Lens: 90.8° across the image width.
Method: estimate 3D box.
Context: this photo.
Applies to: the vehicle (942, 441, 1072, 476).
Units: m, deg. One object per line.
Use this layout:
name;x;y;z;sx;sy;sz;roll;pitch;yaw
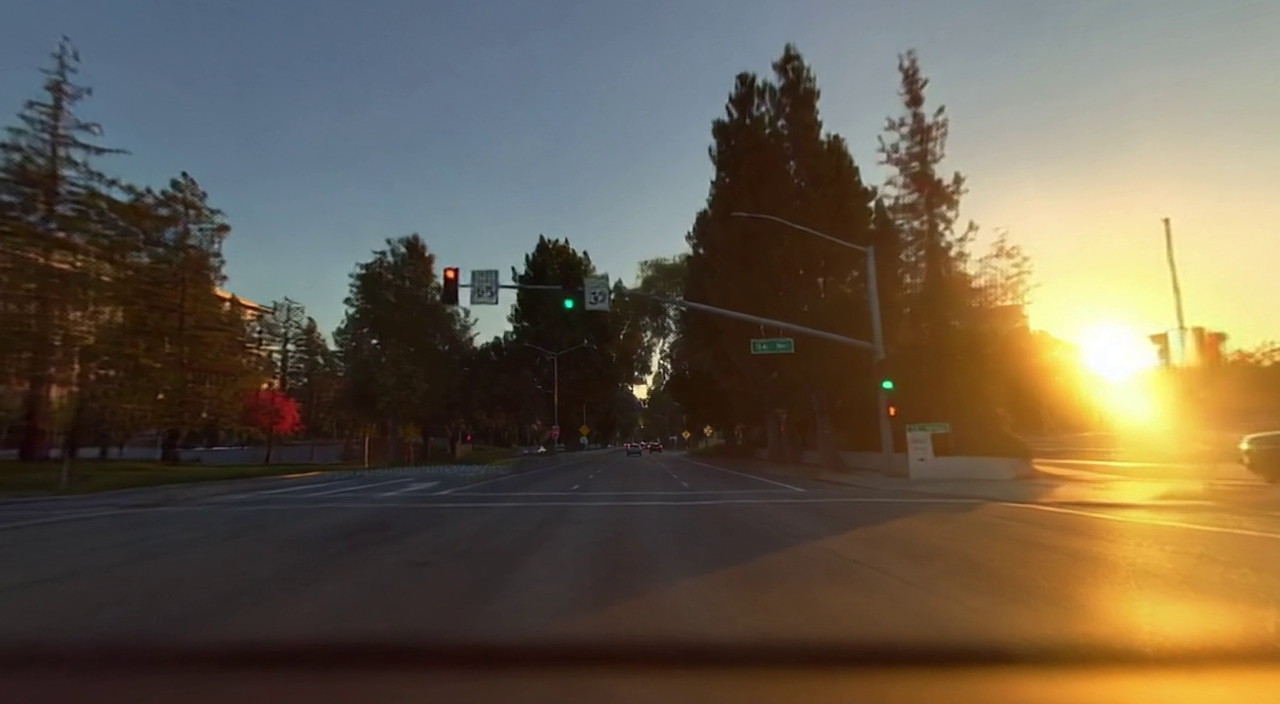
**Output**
vehicle;16.067;4.656;27.824;4.483;1.452;1.924;0;-8;0
